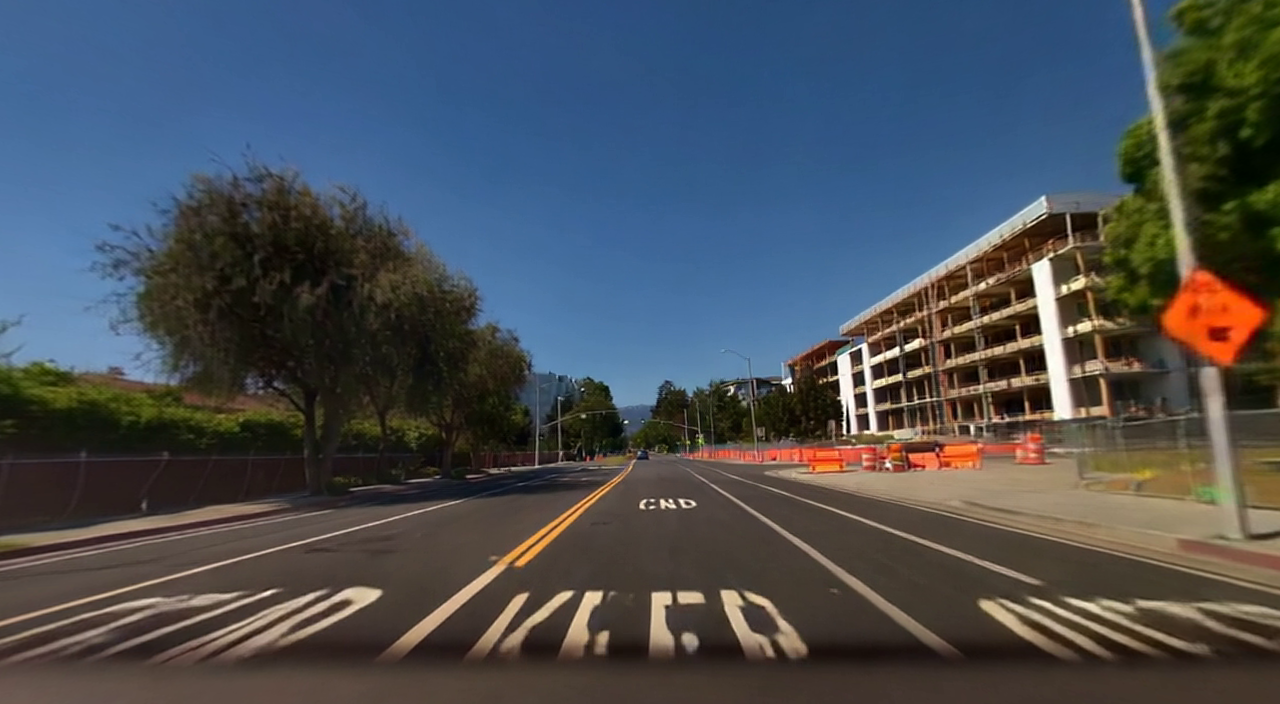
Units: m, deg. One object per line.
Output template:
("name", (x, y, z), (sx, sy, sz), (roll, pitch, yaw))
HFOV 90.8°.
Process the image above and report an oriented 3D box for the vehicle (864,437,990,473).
("vehicle", (11.680, 4.225, 25.977), (4.251, 1.418, 1.896), (0, -9, 3))
